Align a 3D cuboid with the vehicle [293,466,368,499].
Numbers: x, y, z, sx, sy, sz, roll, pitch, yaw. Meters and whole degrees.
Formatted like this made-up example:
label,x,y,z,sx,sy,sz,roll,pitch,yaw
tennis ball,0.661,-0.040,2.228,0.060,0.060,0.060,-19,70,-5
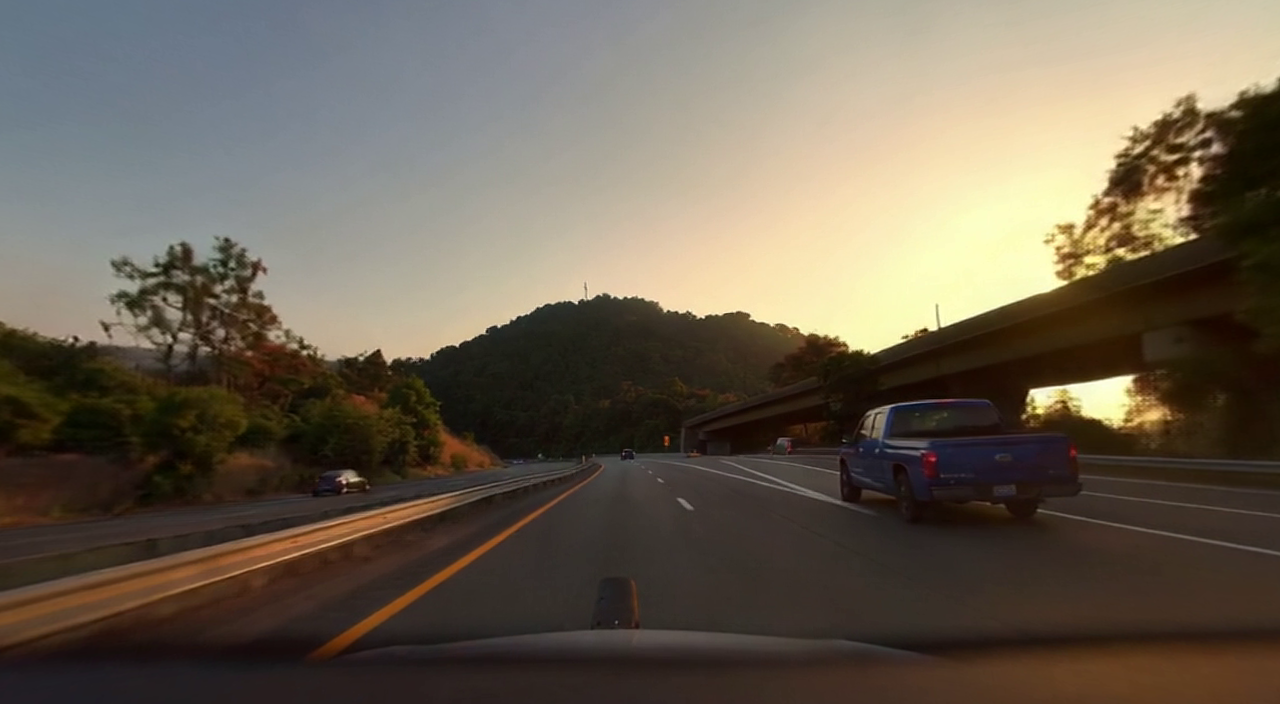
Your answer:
label,x,y,z,sx,sy,sz,roll,pitch,yaw
vehicle,-22.144,9.337,45.523,2.573,1.976,5.651,-3,-9,-1
